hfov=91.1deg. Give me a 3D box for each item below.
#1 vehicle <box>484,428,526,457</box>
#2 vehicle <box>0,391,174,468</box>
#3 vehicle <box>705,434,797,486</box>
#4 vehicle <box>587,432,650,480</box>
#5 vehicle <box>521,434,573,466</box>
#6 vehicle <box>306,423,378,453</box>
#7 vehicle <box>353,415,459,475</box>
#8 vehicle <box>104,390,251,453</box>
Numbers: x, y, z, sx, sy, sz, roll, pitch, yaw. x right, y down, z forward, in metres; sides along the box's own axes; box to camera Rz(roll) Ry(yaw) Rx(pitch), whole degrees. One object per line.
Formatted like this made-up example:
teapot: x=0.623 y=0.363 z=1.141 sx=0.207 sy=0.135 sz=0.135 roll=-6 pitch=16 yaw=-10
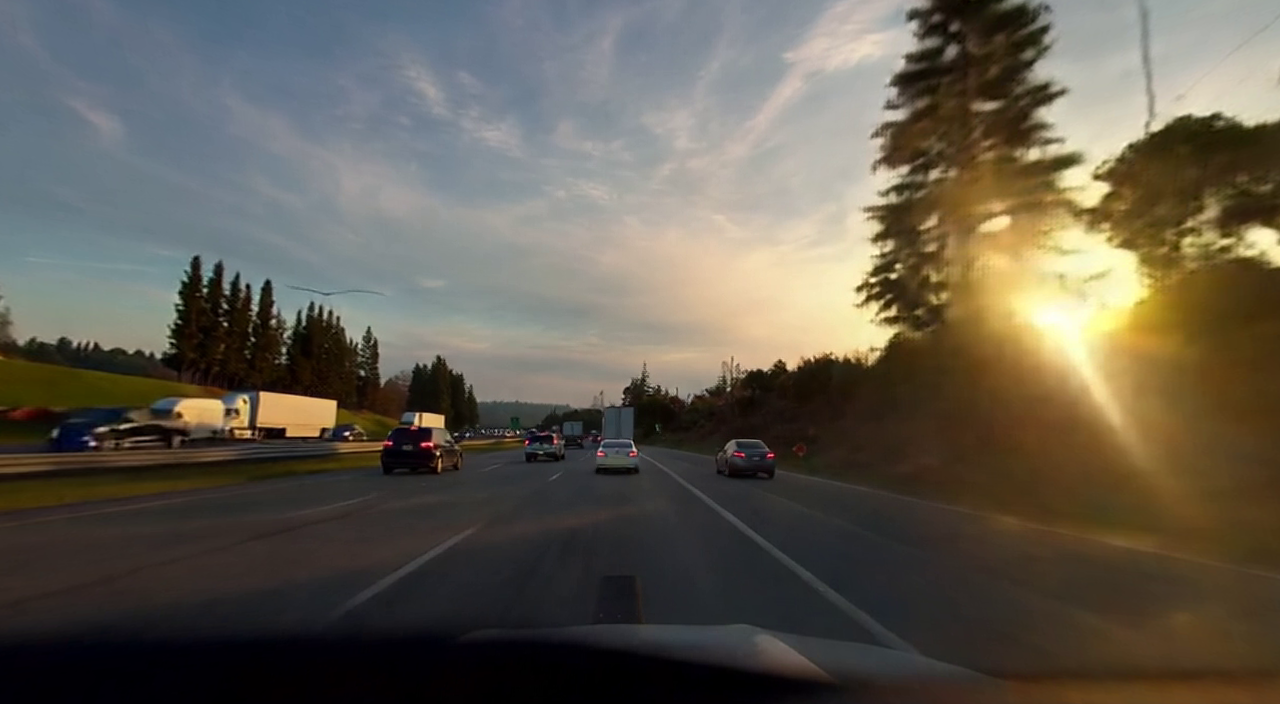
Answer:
vehicle: x=-9.105 y=6.147 z=42.775 sx=1.992 sy=1.838 sz=4.493 roll=0 pitch=-8 yaw=-2
vehicle: x=-15.017 y=2.085 z=16.754 sx=1.919 sy=1.761 sz=4.413 roll=0 pitch=-8 yaw=-2
vehicle: x=3.444 y=3.432 z=20.426 sx=1.981 sy=1.474 sz=4.396 roll=0 pitch=-8 yaw=-3
vehicle: x=-0.723 y=3.521 z=21.573 sx=1.980 sy=1.478 sz=3.758 roll=0 pitch=-8 yaw=-2
vehicle: x=-4.608 y=4.905 z=31.822 sx=2.046 sy=1.493 sz=4.384 roll=0 pitch=-8 yaw=-1
vehicle: x=-15.913 y=4.625 z=33.816 sx=1.977 sy=1.542 sz=4.157 roll=0 pitch=-8 yaw=-3
vehicle: x=-8.413 y=3.395 z=23.180 sx=2.158 sy=1.943 sz=4.662 roll=0 pitch=-8 yaw=-1
vehicle: x=-19.515 y=3.025 z=26.949 sx=2.297 sy=2.410 sz=5.389 roll=0 pitch=-8 yaw=-2
